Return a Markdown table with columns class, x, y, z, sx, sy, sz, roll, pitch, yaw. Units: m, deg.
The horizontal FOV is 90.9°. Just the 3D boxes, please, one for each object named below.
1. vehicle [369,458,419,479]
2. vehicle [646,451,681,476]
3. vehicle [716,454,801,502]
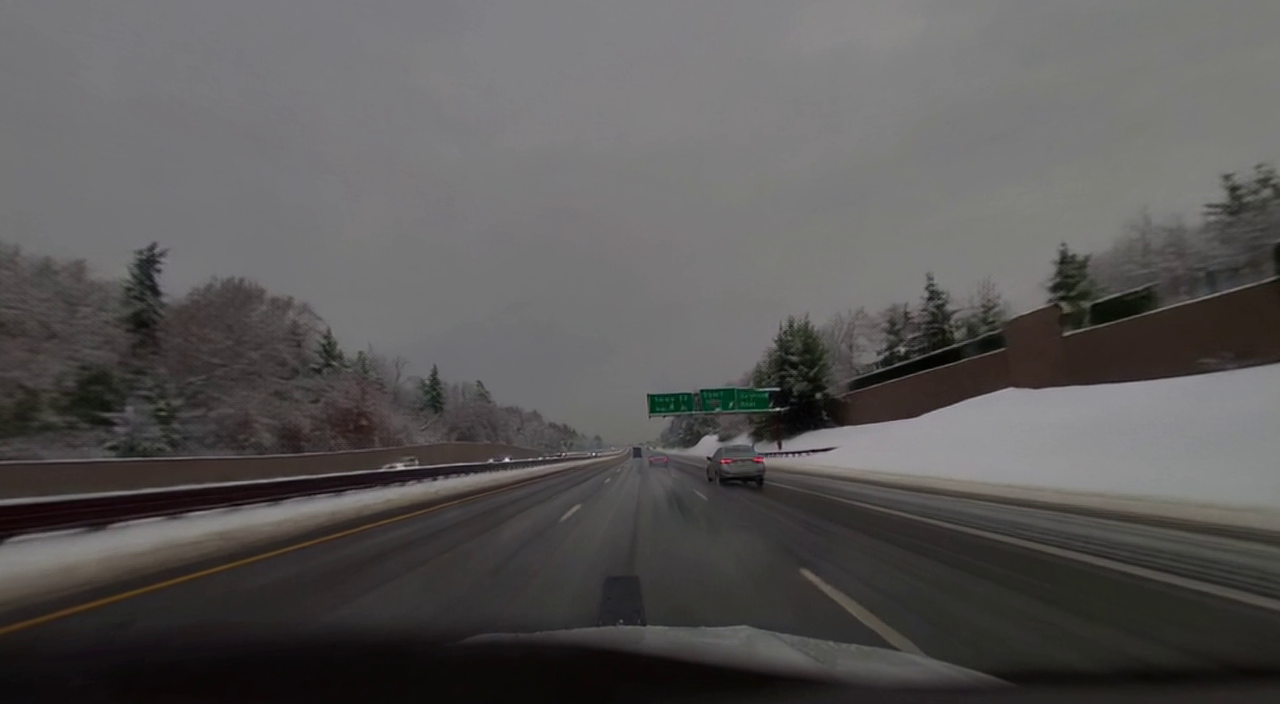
| class | x | y | z | sx | sy | sz | roll | pitch | yaw |
| --- | --- | --- | --- | --- | --- | --- | --- | --- | --- |
| vehicle | -19.323 | 9.168 | 49.700 | 1.909 | 1.514 | 4.719 | -1 | -9 | 2 |
| vehicle | 1.400 | 6.876 | 39.042 | 2.065 | 1.400 | 4.028 | 0 | -9 | 1 |
| vehicle | 3.575 | 3.857 | 19.651 | 1.883 | 1.320 | 3.386 | 0 | -9 | -1 |
